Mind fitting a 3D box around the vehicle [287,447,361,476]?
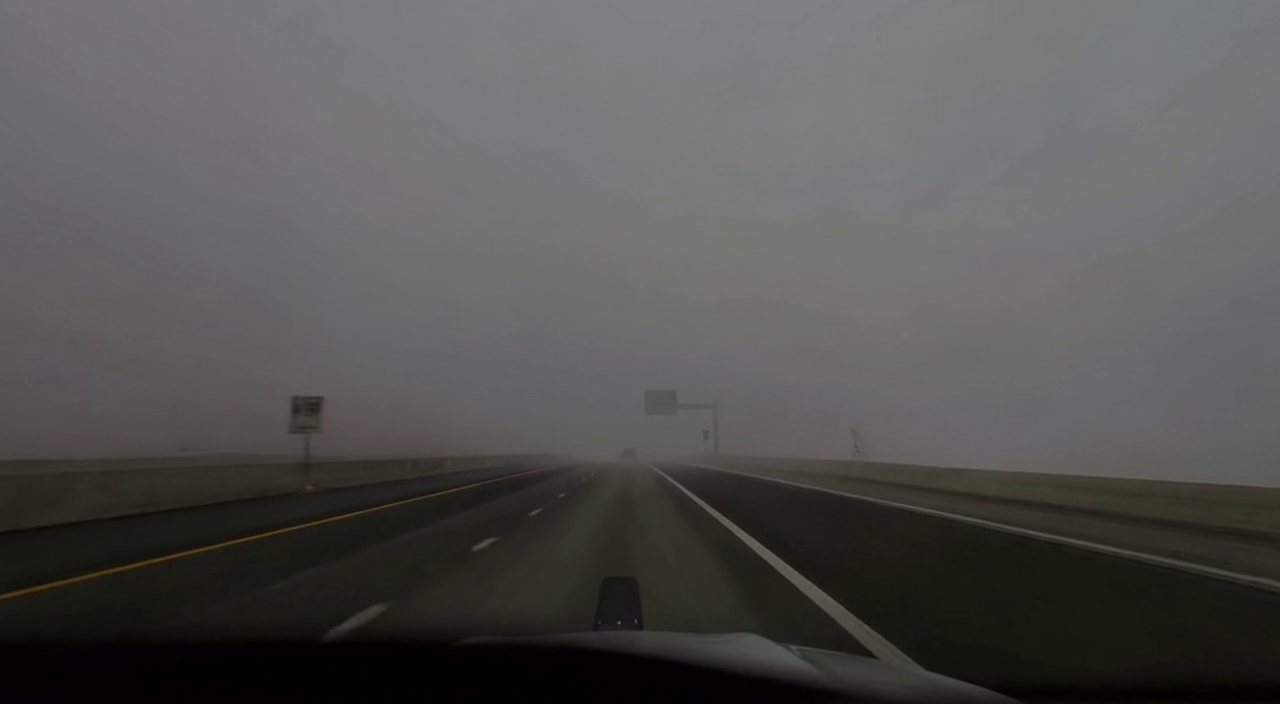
[{"bbox_3d":[-17.781,6.176,35.531,1.869,1.469,4.602,0,-9,-1],"label":"vehicle"}]
